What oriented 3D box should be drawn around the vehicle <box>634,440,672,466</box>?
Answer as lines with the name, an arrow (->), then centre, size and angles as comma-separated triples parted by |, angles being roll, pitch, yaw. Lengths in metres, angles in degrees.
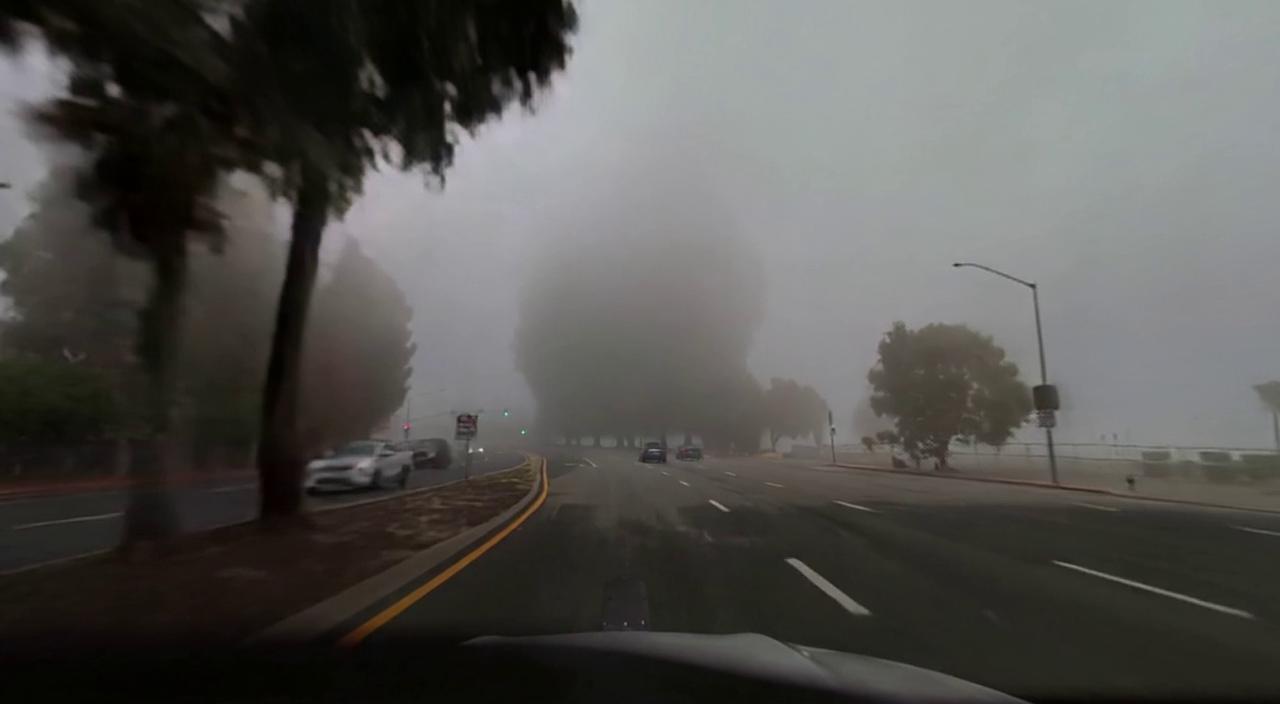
vehicle -> 0.880, 7.259, 45.478 | 2.046, 1.818, 4.603 | 1, -8, -8

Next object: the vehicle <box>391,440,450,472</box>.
vehicle -> -14.074, 6.672, 40.774 | 2.278, 1.928, 5.776 | 1, -8, -6

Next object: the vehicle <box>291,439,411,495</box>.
vehicle -> -9.212, 3.669, 20.573 | 2.002, 1.612, 4.436 | 0, -8, -3
